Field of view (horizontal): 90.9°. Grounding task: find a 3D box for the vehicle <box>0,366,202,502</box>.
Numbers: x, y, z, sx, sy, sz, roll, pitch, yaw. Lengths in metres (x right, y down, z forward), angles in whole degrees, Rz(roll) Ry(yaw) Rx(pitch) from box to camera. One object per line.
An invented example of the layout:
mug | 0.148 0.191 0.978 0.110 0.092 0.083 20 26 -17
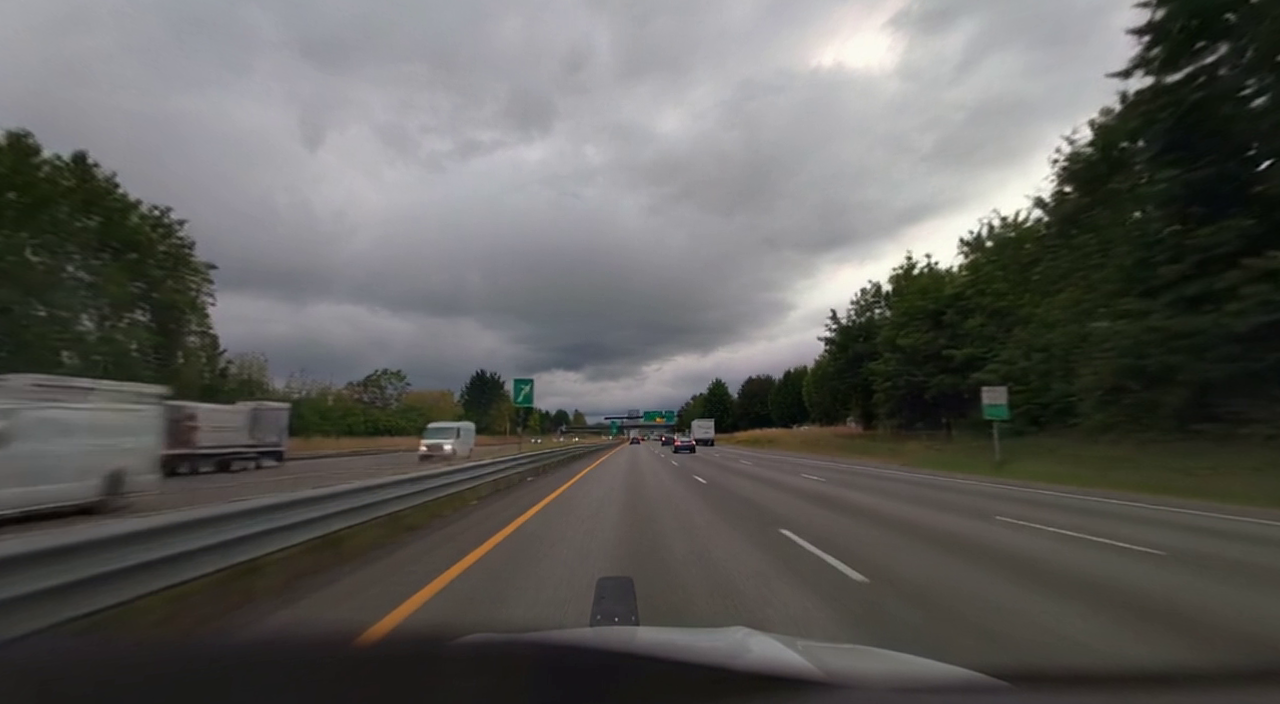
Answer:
vehicle | -12.740 1.706 13.033 2.205 2.451 7.175 0 -8 0

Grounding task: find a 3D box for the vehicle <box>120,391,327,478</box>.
vehicle | -17.271 3.593 27.329 2.699 3.101 9.300 0 -8 -1

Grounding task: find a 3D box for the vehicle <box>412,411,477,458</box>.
vehicle | -12.882 5.501 42.047 2.310 2.895 6.410 0 -8 0
